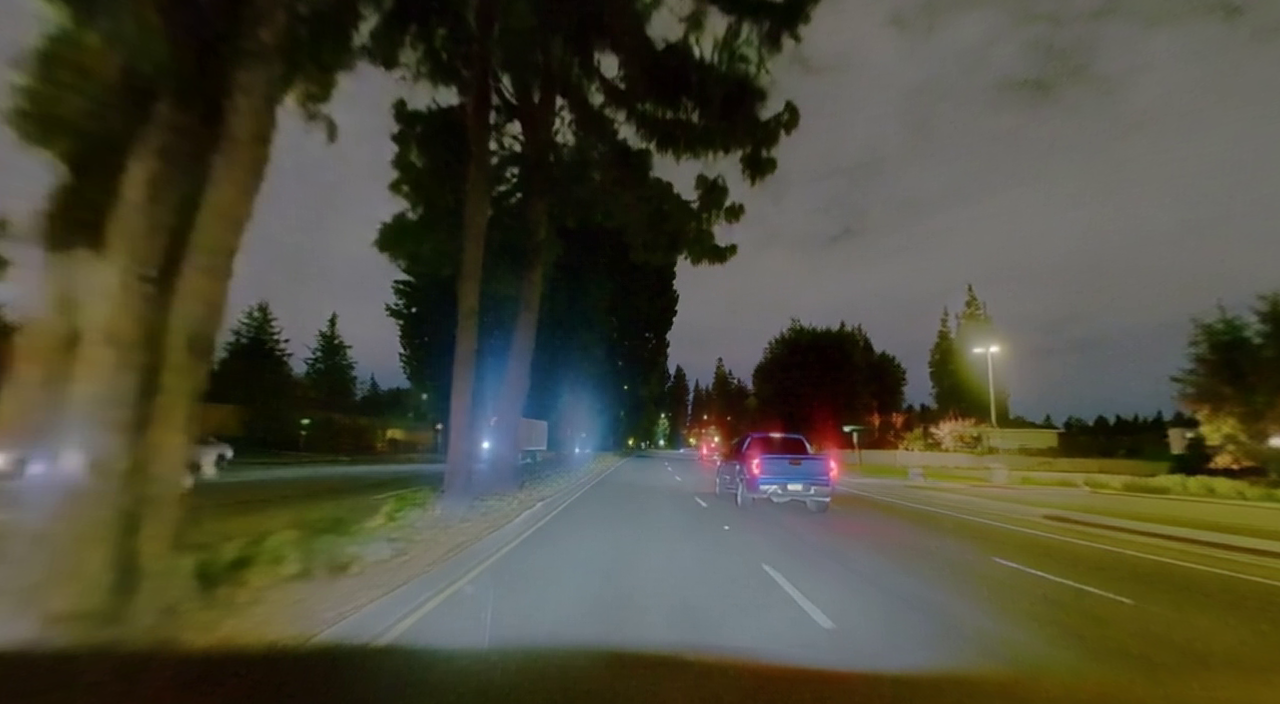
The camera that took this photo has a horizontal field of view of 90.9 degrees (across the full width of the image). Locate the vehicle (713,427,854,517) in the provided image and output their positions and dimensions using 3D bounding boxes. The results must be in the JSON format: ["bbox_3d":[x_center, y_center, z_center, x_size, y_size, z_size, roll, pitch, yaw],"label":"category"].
[{"bbox_3d":[3.043,2.667,14.543,2.108,1.712,4.616,0,-8,-1],"label":"vehicle"}]

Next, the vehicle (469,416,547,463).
[{"bbox_3d":[-8.628,5.998,42.808,3.046,2.782,10.538,0,-8,0],"label":"vehicle"}]

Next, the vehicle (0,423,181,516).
[{"bbox_3d":[-11.178,2.118,11.704,1.892,1.471,4.532,0,-8,0],"label":"vehicle"}]
